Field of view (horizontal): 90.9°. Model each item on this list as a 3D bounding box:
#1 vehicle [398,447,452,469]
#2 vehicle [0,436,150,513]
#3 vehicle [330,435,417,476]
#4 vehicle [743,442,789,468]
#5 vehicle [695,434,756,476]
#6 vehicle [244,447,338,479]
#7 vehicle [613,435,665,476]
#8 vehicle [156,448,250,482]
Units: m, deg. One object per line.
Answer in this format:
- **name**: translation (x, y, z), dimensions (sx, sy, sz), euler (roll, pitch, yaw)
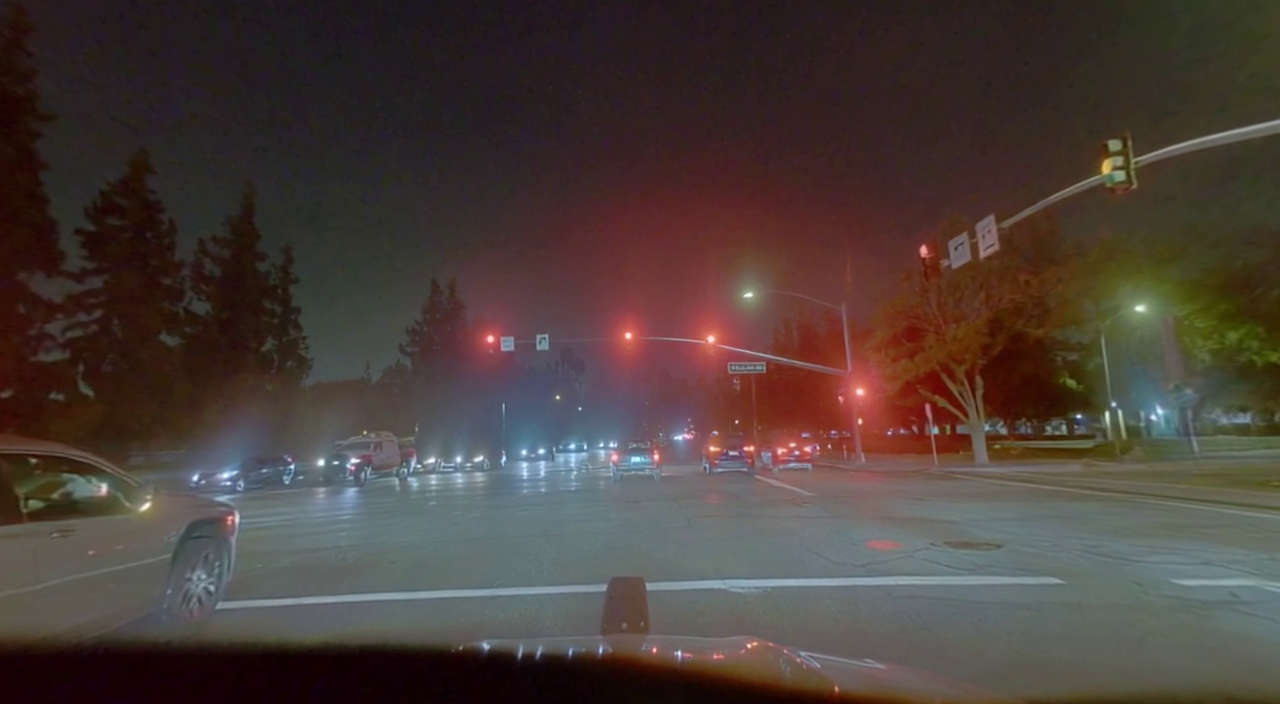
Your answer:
- **vehicle**: translation (-14.081, 6.967, 41.520), dimensions (1.926, 1.325, 4.162), euler (0, -8, 2)
- **vehicle**: translation (-14.340, 2.753, 14.390), dimensions (4.556, 1.639, 2.052), euler (4, -9, -28)
- **vehicle**: translation (-14.014, 5.467, 33.604), dimensions (2.196, 1.961, 5.359), euler (0, -8, 1)
- **vehicle**: translation (7.269, 5.971, 36.735), dimensions (1.847, 1.432, 4.039), euler (0, -8, -1)
- **vehicle**: translation (3.729, 4.581, 28.217), dimensions (2.097, 1.707, 4.461), euler (0, -8, 0)
- **vehicle**: translation (-17.566, 5.590, 32.002), dimensions (2.086, 1.458, 4.457), euler (-1, -8, 2)
- **vehicle**: translation (-0.052, 4.715, 28.956), dimensions (2.215, 1.749, 3.976), euler (0, -8, 0)
- **vehicle**: translation (-20.803, 5.370, 30.188), dimensions (1.800, 1.511, 3.631), euler (0, -8, 1)
